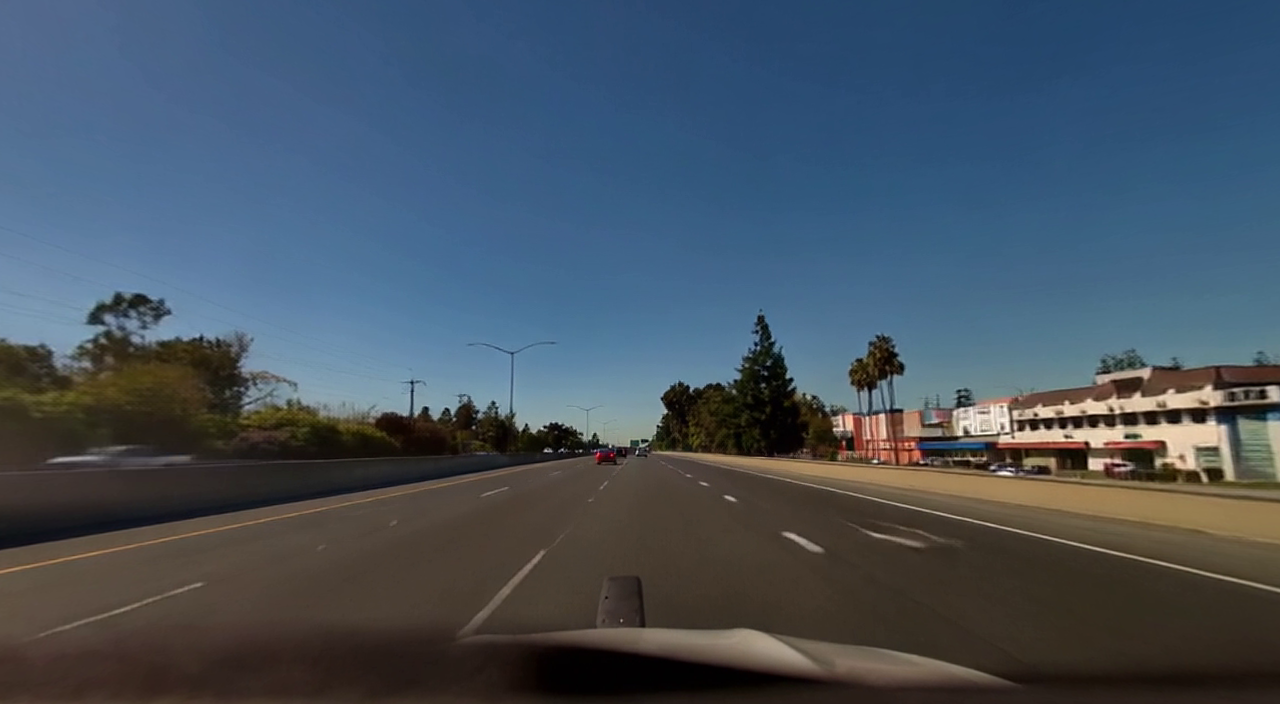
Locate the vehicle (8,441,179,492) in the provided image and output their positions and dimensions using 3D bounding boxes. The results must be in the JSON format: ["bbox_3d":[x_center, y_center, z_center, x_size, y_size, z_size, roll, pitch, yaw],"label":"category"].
[{"bbox_3d":[-23.710,4.965,27.784,2.317,1.961,5.761,0,-9,0],"label":"vehicle"}]
